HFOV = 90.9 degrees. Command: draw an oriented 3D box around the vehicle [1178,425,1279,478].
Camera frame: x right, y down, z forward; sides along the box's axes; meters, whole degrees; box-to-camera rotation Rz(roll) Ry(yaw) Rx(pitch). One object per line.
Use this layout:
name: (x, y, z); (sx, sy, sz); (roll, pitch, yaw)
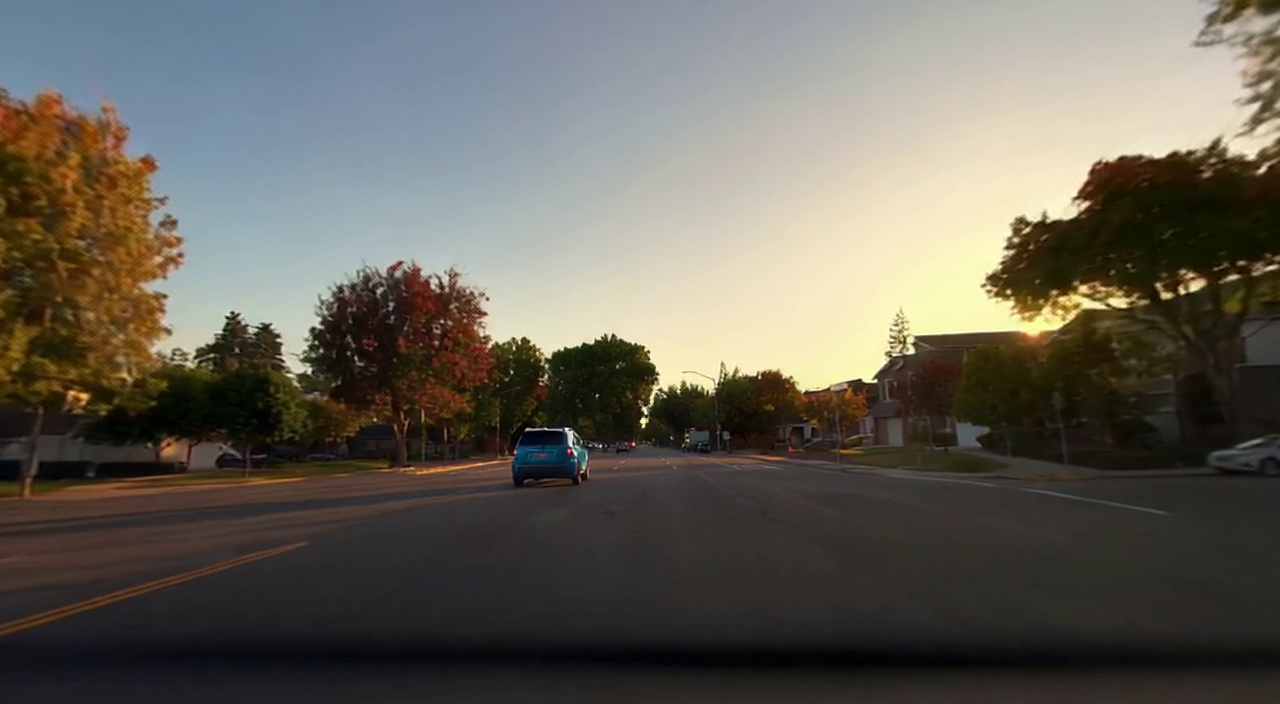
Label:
vehicle: (22.526, 3.478, 22.251); (4.802, 1.760, 2.374); (0, -8, 1)

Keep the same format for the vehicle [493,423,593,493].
vehicle: (-2.775, 3.186, 19.323); (2.179, 1.851, 4.756); (-1, -8, 2)
